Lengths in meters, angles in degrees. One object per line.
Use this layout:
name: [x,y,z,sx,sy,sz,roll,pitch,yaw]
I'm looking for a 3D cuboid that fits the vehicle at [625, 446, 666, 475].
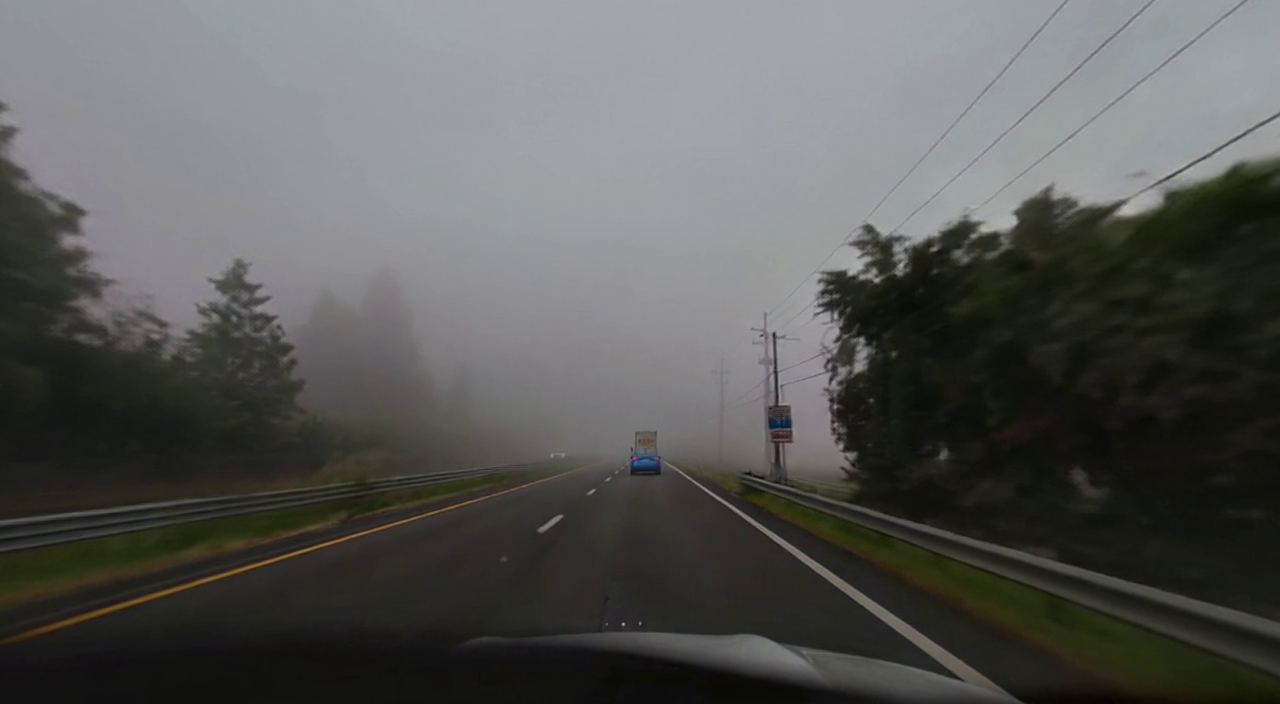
vehicle: [0.267,5.903,34.353,2.080,1.486,3.813,0,-9,-1]
